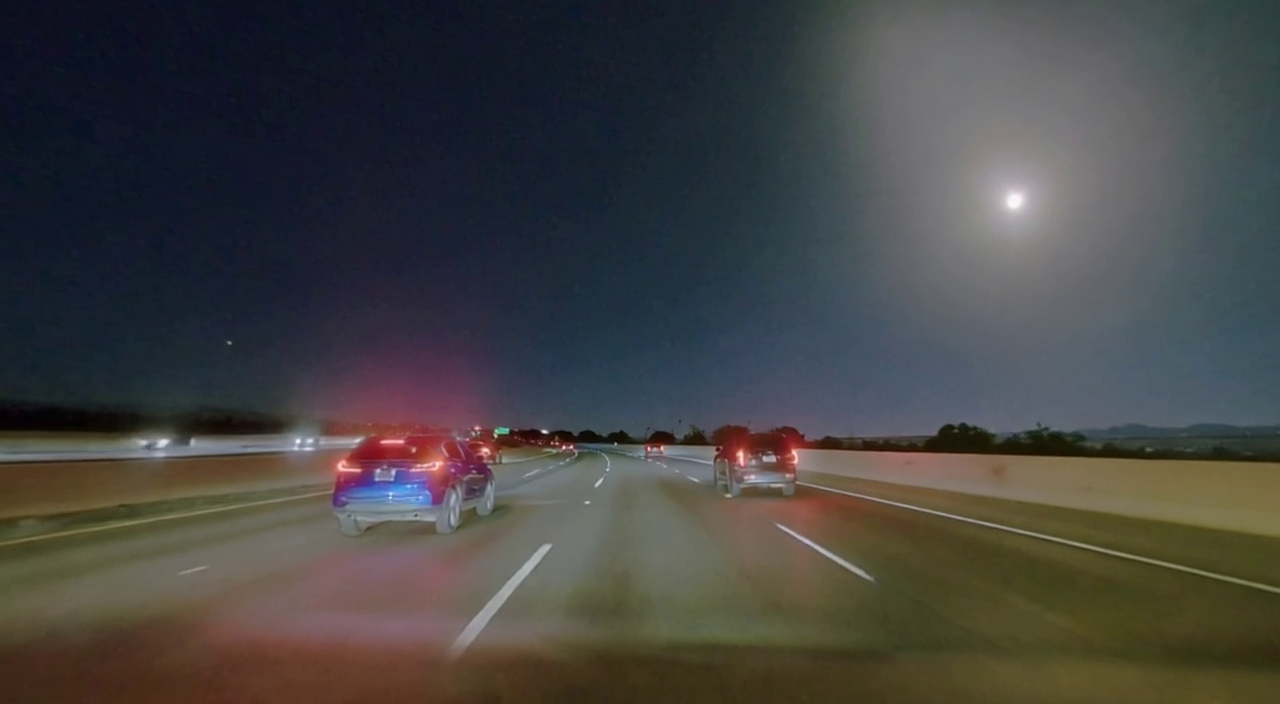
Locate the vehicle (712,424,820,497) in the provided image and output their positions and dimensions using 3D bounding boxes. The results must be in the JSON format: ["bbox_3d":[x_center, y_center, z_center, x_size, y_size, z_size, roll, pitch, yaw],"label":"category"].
[{"bbox_3d":[3.509,3.142,18.568,2.153,1.860,4.689,0,-8,-1],"label":"vehicle"}]

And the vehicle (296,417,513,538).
[{"bbox_3d":[-3.898,2.168,11.502,2.214,1.743,4.465,0,-8,0],"label":"vehicle"}]
